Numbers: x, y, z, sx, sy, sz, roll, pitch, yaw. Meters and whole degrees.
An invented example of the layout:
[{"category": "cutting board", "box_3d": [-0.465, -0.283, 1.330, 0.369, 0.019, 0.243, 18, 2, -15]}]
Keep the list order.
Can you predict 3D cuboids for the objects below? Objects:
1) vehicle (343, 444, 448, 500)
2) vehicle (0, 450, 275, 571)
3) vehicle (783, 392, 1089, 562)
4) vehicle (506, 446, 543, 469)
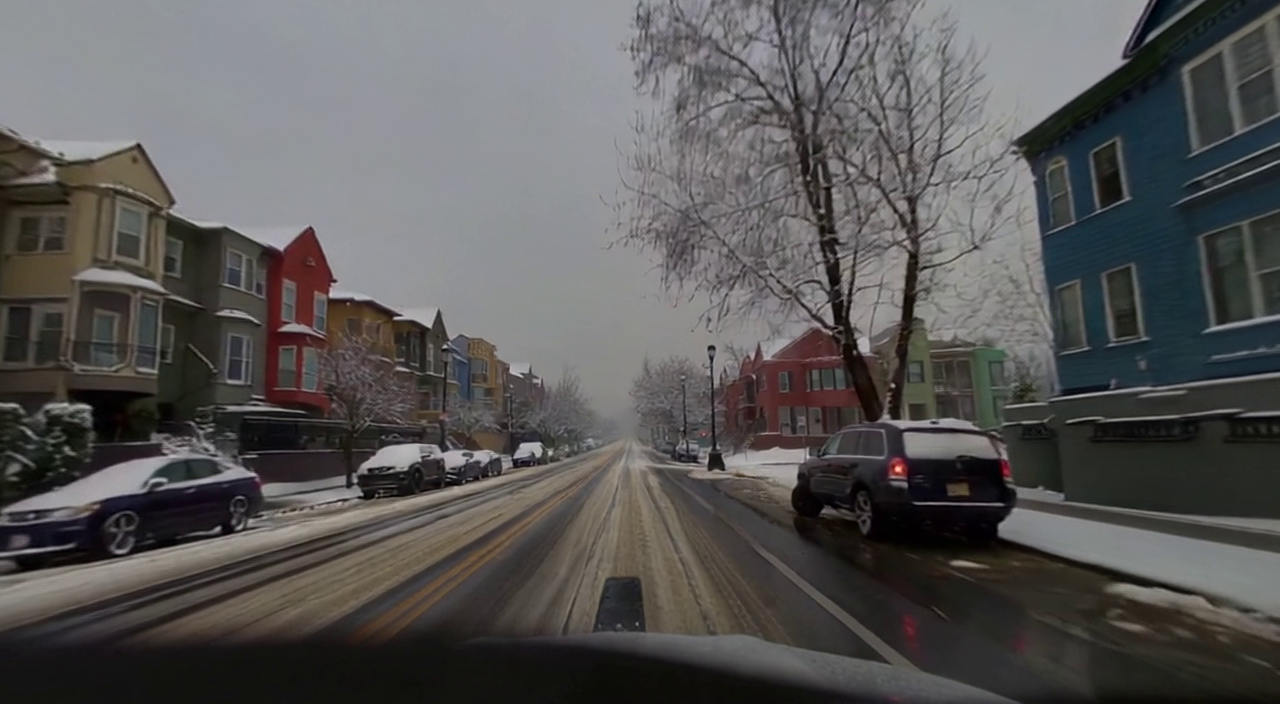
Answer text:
[{"category": "vehicle", "box_3d": [-8.203, 4.029, 21.663, 1.919, 1.698, 4.328, 0, -9, -1]}, {"category": "vehicle", "box_3d": [-8.283, 2.403, 10.424, 1.983, 1.514, 4.459, 0, -9, -2]}, {"category": "vehicle", "box_3d": [4.279, 1.958, 10.668, 2.393, 2.075, 5.683, 0, -9, 0]}, {"category": "vehicle", "box_3d": [-8.362, 7.657, 46.085, 1.967, 1.517, 4.360, 0, -9, -2]}]
